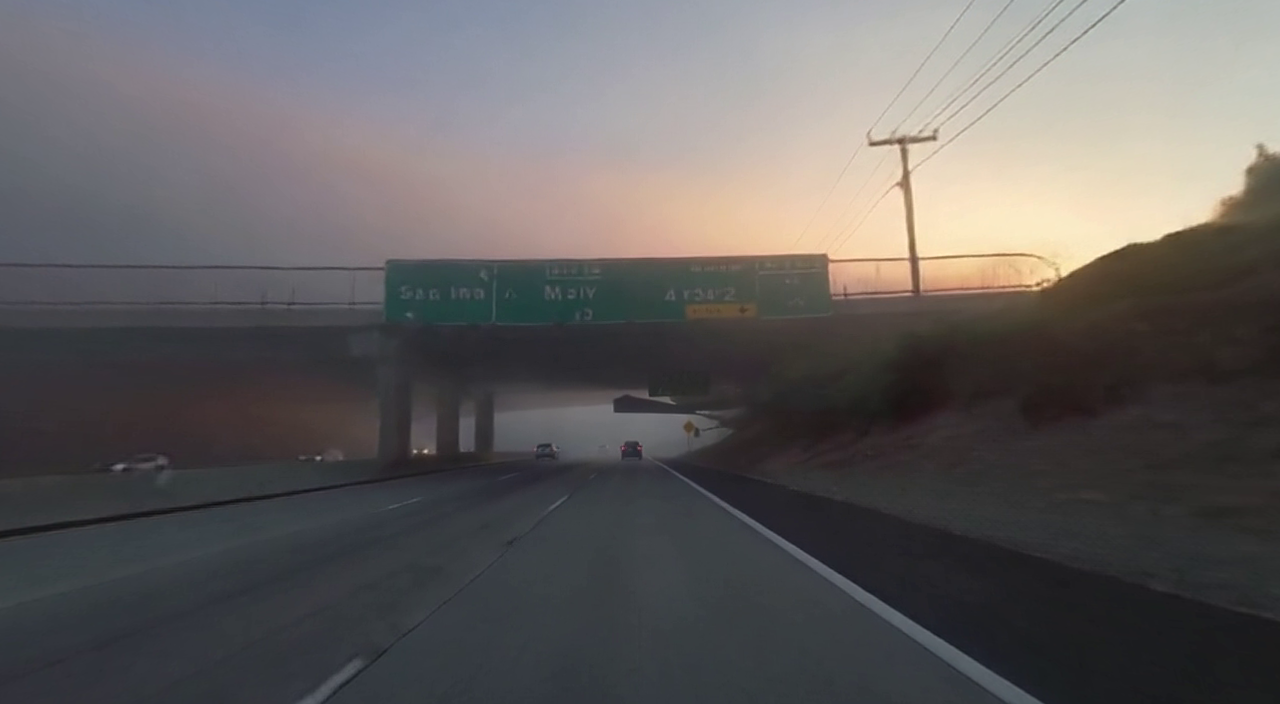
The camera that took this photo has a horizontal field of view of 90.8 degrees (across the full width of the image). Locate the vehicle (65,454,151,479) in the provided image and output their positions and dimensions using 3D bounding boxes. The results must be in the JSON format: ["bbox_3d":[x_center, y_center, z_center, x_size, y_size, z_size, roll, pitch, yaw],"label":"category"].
[{"bbox_3d":[-36.452,7.821,43.439,1.839,1.424,4.645,0,-8,1],"label":"vehicle"}]

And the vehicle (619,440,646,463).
[{"bbox_3d":[-0.605,7.834,49.995,2.063,1.715,4.299,0,-8,-1],"label":"vehicle"}]
